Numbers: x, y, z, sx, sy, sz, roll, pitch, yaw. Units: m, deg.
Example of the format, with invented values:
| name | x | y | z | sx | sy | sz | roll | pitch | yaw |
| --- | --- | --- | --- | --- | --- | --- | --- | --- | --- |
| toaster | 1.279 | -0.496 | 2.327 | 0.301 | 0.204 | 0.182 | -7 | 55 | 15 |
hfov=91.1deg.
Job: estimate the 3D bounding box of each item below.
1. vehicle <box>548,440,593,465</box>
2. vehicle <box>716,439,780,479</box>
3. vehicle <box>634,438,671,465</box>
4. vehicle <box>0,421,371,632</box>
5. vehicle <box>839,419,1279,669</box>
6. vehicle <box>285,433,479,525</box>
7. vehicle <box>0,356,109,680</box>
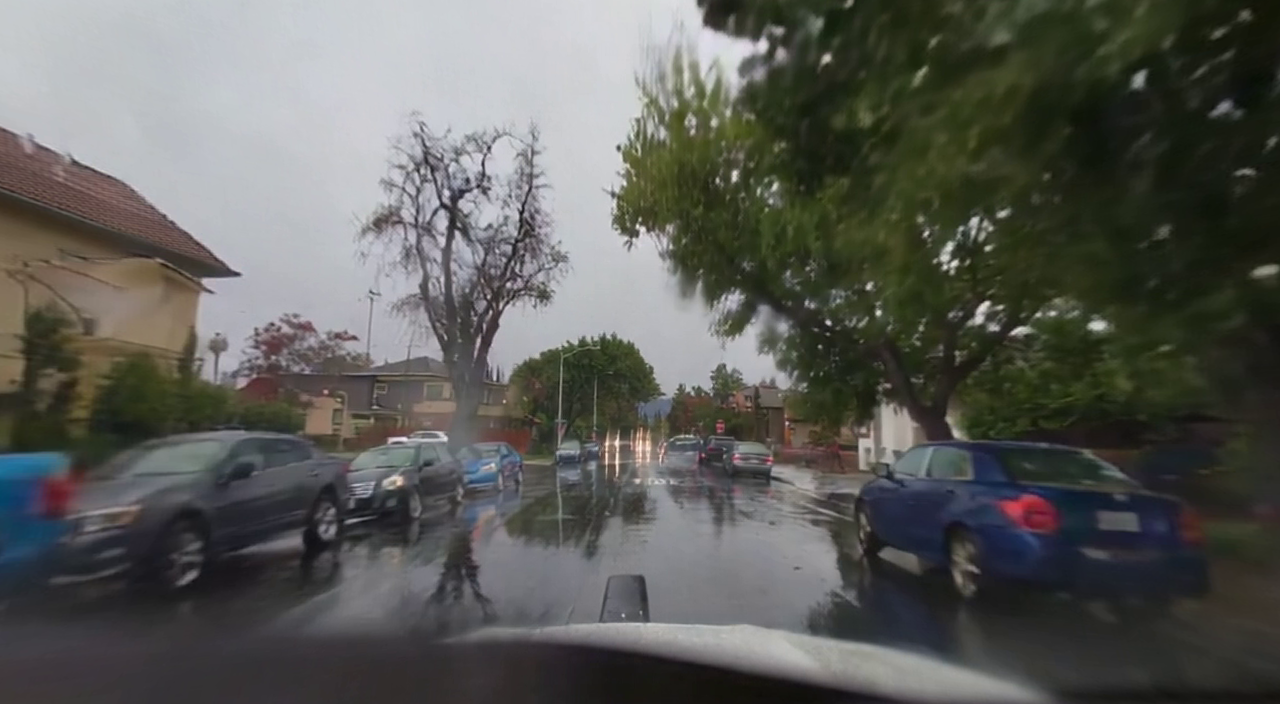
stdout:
| name | x | y | z | sx | sy | sz | roll | pitch | yaw |
| --- | --- | --- | --- | --- | --- | --- | --- | --- | --- |
| vehicle | -4.259 | 6.253 | 39.196 | 1.999 | 1.441 | 4.628 | -1 | -8 | 3 |
| vehicle | 4.334 | 4.375 | 25.914 | 1.876 | 1.477 | 4.324 | 0 | -8 | 0 |
| vehicle | 0.732 | 5.856 | 37.015 | 2.010 | 1.499 | 4.107 | 0 | -8 | 1 |
| vehicle | -4.806 | 1.561 | 6.715 | 1.791 | 1.483 | 4.339 | 0 | -8 | 2 |
| vehicle | 3.769 | 1.539 | 6.270 | 2.068 | 1.558 | 4.511 | 0 | -8 | 0 |
| vehicle | -4.819 | 2.408 | 12.534 | 1.876 | 1.500 | 4.361 | 0 | -8 | 2 |
| vehicle | -4.769 | 0.676 | 1.837 | 2.162 | 1.857 | 4.758 | 2 | -8 | 0 |
